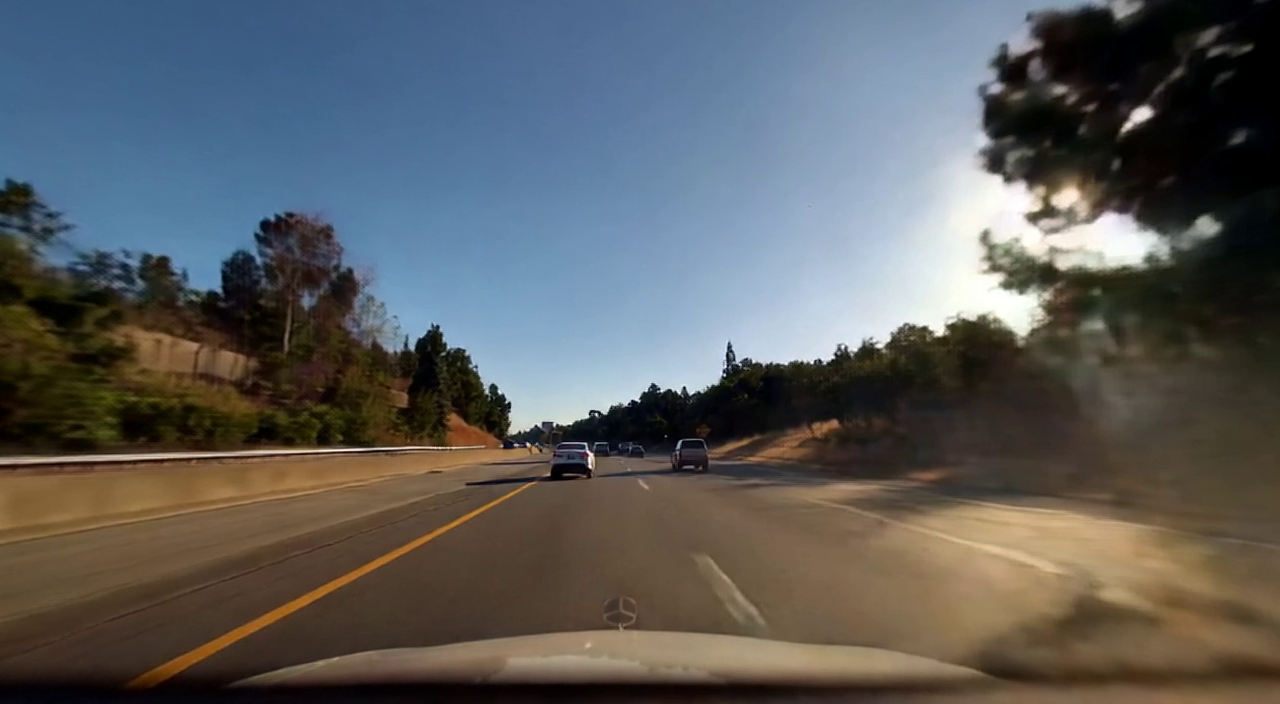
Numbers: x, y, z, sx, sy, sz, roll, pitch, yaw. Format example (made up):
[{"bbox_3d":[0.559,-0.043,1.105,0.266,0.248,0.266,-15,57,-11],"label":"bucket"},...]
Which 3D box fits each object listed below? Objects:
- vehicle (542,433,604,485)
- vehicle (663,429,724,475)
[{"bbox_3d":[-2.373,3.892,23.112,1.963,1.711,4.284,0,-9,-2],"label":"vehicle"},{"bbox_3d":[2.395,4.669,29.306,2.179,1.930,4.538,0,-9,-3],"label":"vehicle"}]
